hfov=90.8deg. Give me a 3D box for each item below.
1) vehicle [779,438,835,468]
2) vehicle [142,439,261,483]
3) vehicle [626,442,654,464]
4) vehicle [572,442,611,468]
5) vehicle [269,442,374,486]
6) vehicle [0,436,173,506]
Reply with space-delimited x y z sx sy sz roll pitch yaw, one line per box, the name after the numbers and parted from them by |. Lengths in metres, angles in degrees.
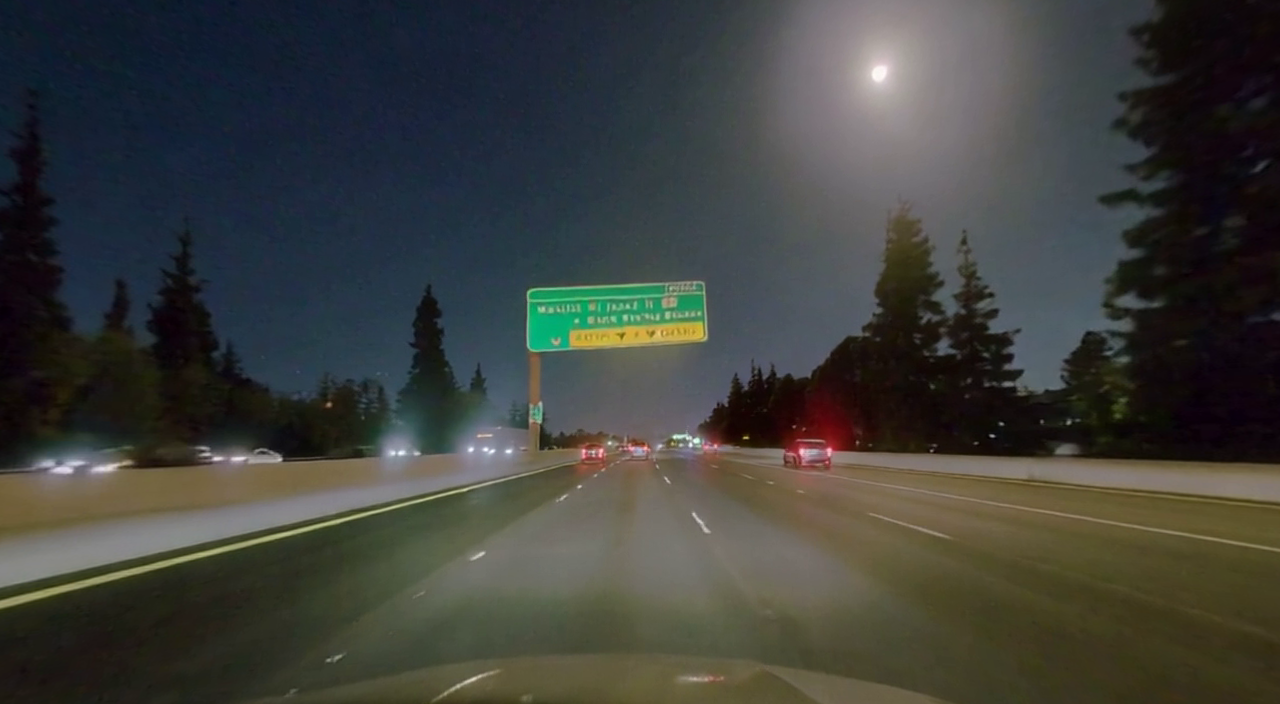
10.142 6.143 38.685 2.130 1.703 4.572 -1 -8 0 | vehicle
-19.330 4.793 28.141 1.981 1.760 4.557 -1 -8 0 | vehicle
0.009 7.417 46.435 1.977 1.513 3.546 -1 -8 1 | vehicle
-3.150 6.789 41.806 2.154 1.530 4.519 -1 -8 1 | vehicle
-12.804 4.504 25.794 2.000 1.600 4.430 -1 -8 0 | vehicle
-15.996 3.272 17.831 2.053 1.706 4.602 -1 -8 0 | vehicle
